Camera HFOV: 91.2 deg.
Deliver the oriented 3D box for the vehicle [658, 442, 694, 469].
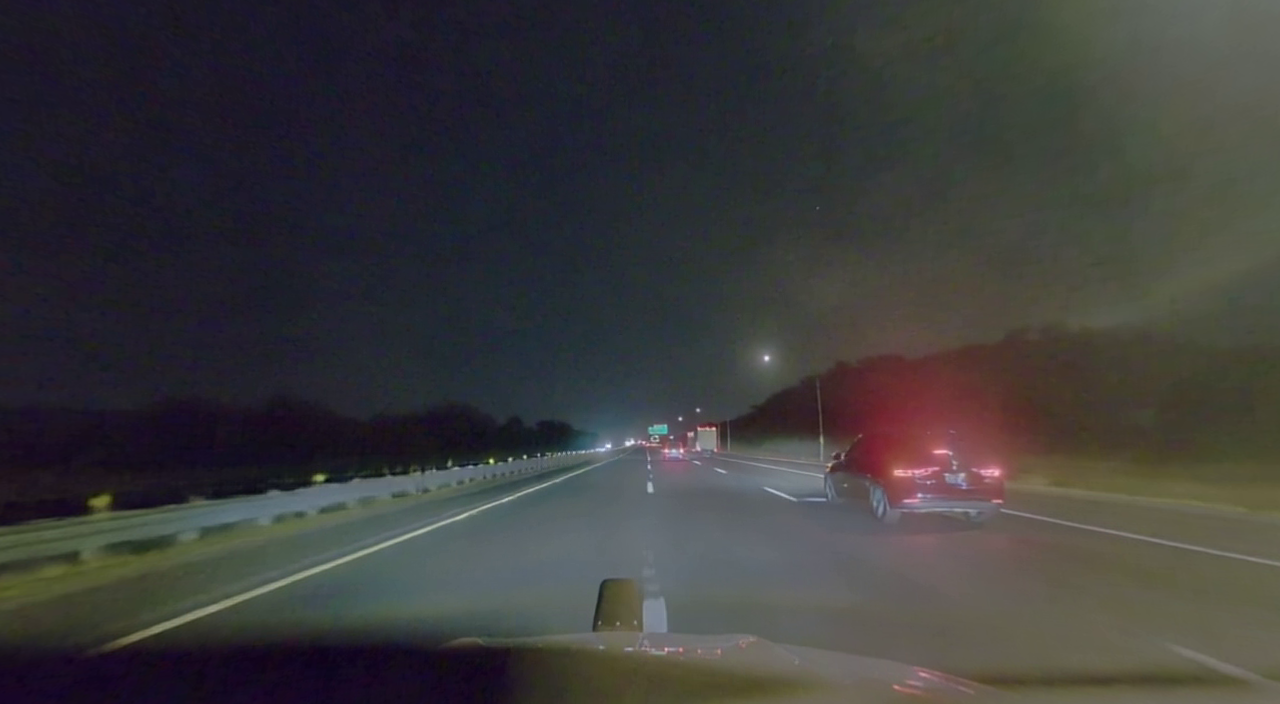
[{"bbox_3d":[2.247,6.542,39.763,1.970,1.560,4.182,0,-9,-1],"label":"vehicle"}]
